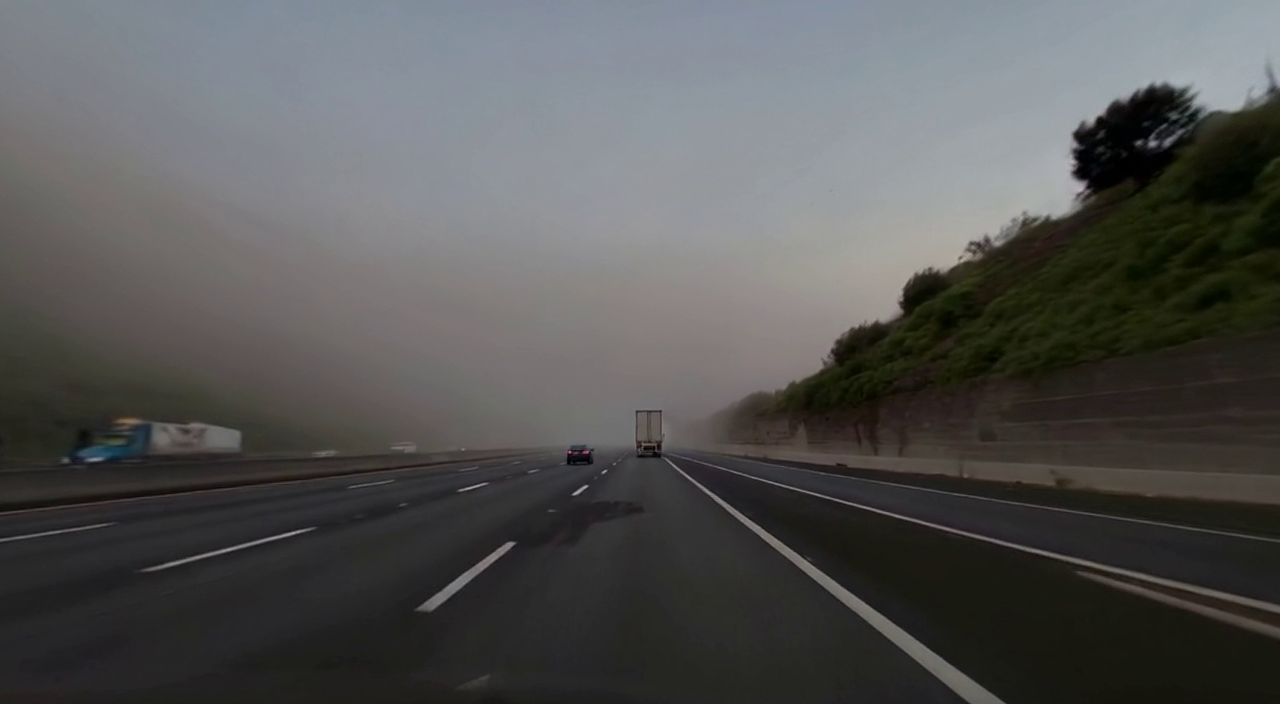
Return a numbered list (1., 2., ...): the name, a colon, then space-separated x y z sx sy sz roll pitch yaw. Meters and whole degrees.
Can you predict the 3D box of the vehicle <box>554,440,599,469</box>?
1. vehicle: -3.504 5.695 35.389 1.983 1.508 4.060 0 -8 1
